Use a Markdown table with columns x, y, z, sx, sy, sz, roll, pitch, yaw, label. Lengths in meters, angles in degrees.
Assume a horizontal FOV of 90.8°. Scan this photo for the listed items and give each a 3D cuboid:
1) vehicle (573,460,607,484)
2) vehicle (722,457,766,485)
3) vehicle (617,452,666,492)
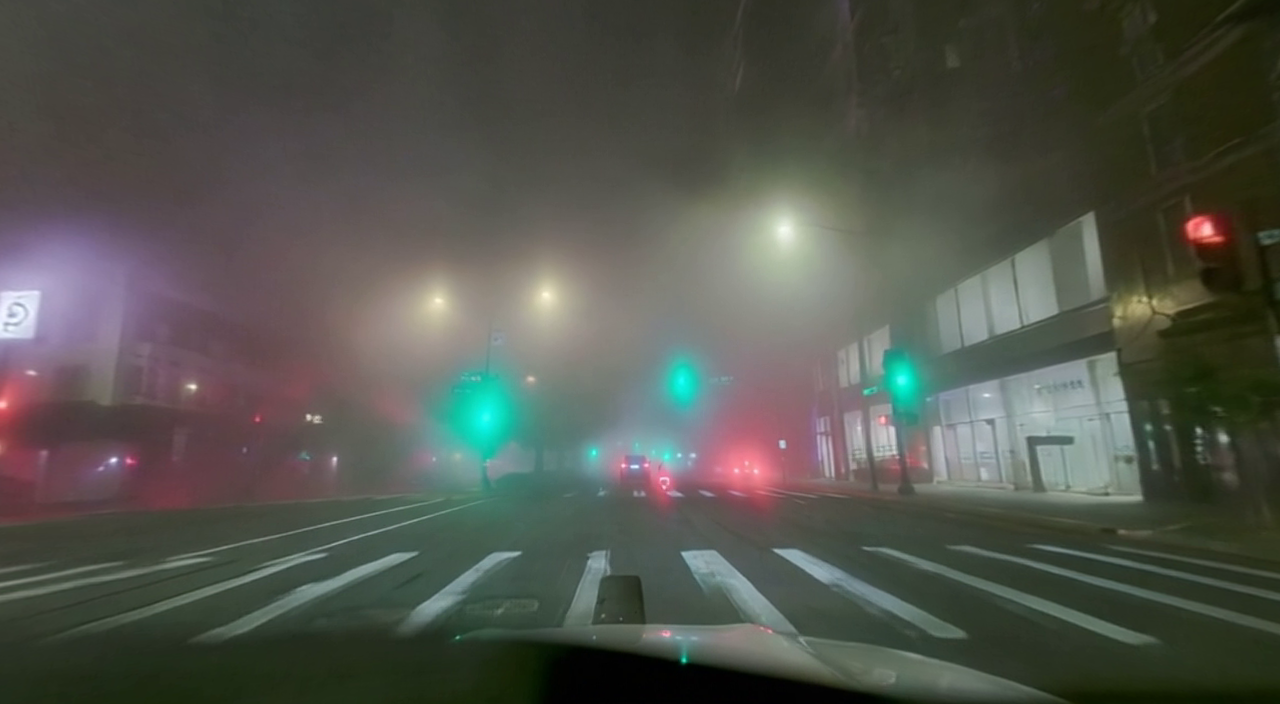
| x | y | z | sx | sy | sz | roll | pitch | yaw | label |
| --- | --- | --- | --- | --- | --- | --- | --- | --- | --- |
| -3.328 | 8.045 | 42.591 | 2.014 | 1.470 | 4.552 | 0 | -9 | -1 | vehicle |
| 6.729 | 7.691 | 41.119 | 2.069 | 1.590 | 4.066 | 0 | -9 | -1 | vehicle |
| -0.004 | 5.797 | 30.944 | 2.223 | 1.775 | 4.250 | 0 | -9 | -1 | vehicle |
